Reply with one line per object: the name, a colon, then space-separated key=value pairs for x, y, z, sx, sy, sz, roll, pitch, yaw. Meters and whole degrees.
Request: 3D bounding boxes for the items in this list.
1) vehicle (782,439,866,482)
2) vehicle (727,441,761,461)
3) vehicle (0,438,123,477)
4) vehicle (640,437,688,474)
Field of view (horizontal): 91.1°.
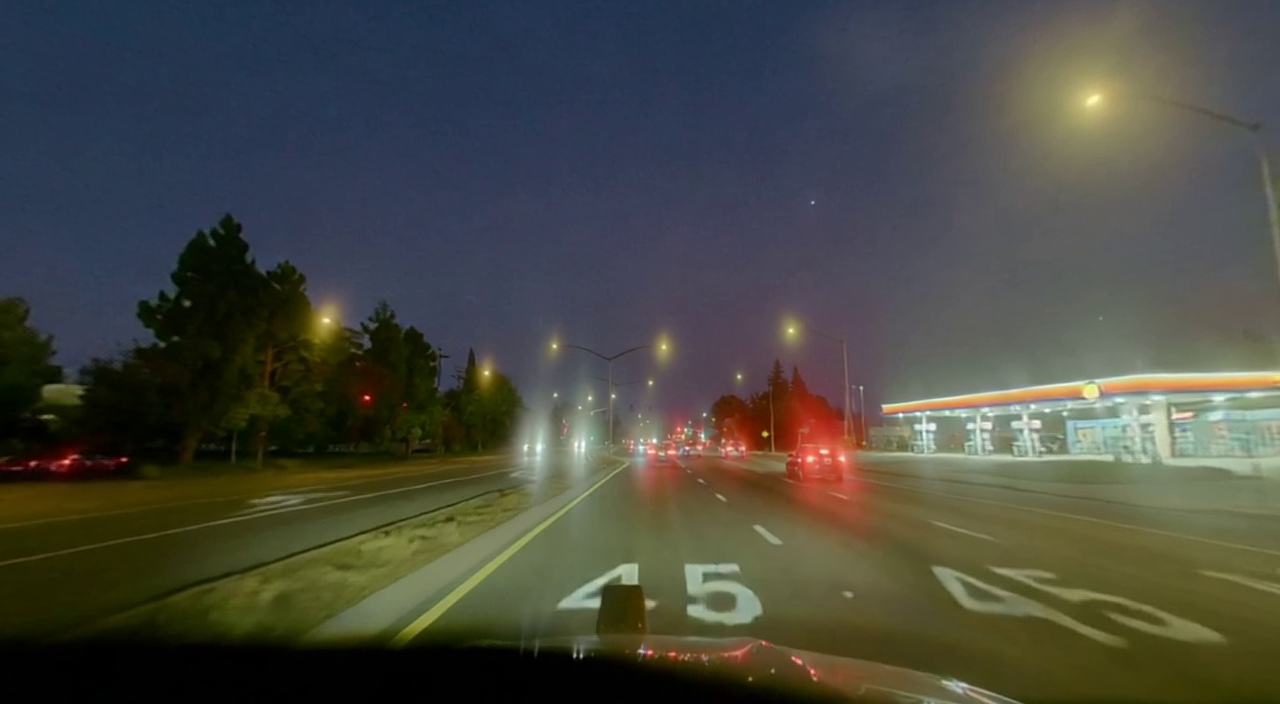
vehicle: x=6.940 y=4.115 z=24.182 sx=1.918 sy=1.484 sz=4.456 roll=0 pitch=-8 yaw=0
vehicle: x=7.953 y=7.596 z=48.361 sx=1.930 sy=1.479 sz=4.477 roll=0 pitch=-8 yaw=0
vehicle: x=-29.163 y=5.203 z=31.360 sx=2.011 sy=1.762 sz=5.267 roll=0 pitch=-8 yaw=3
vehicle: x=0.993 y=4.523 z=27.761 sx=1.971 sy=1.479 sz=4.493 roll=0 pitch=-8 yaw=0
